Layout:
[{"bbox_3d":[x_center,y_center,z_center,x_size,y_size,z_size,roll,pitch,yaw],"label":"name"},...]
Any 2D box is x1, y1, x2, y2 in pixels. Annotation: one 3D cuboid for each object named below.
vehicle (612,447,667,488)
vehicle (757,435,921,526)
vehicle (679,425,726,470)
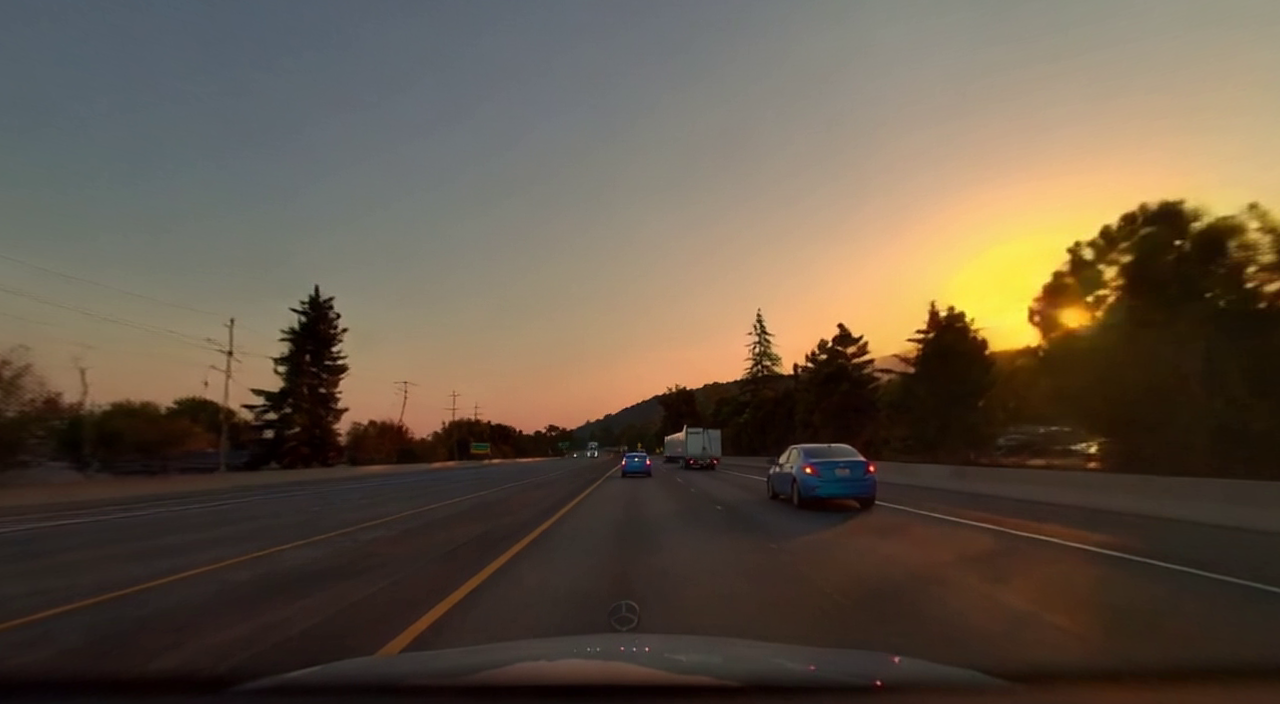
[{"bbox_3d":[-0.030,4.689,25.726,2.066,1.490,3.759,0,-9,-1],"label":"vehicle"},{"bbox_3d":[3.806,2.533,12.870,1.953,1.540,4.101,0,-9,-1],"label":"vehicle"},{"bbox_3d":[4.658,7.389,48.433,2.791,3.201,7.145,0,-9,-1],"label":"vehicle"}]
